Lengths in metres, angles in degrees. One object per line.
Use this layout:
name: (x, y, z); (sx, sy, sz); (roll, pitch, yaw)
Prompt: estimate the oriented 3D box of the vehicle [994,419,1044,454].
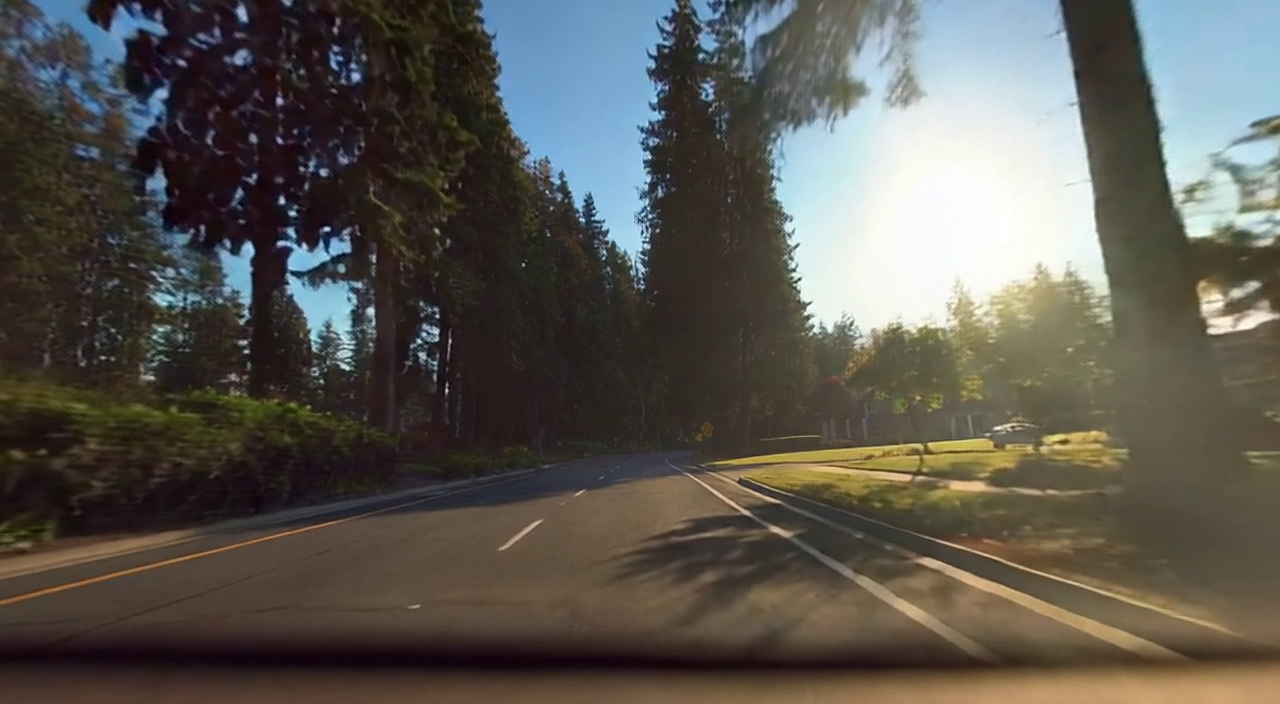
vehicle: (21.746, 4.894, 36.274); (1.889, 1.853, 4.207); (-4, -9, 24)
